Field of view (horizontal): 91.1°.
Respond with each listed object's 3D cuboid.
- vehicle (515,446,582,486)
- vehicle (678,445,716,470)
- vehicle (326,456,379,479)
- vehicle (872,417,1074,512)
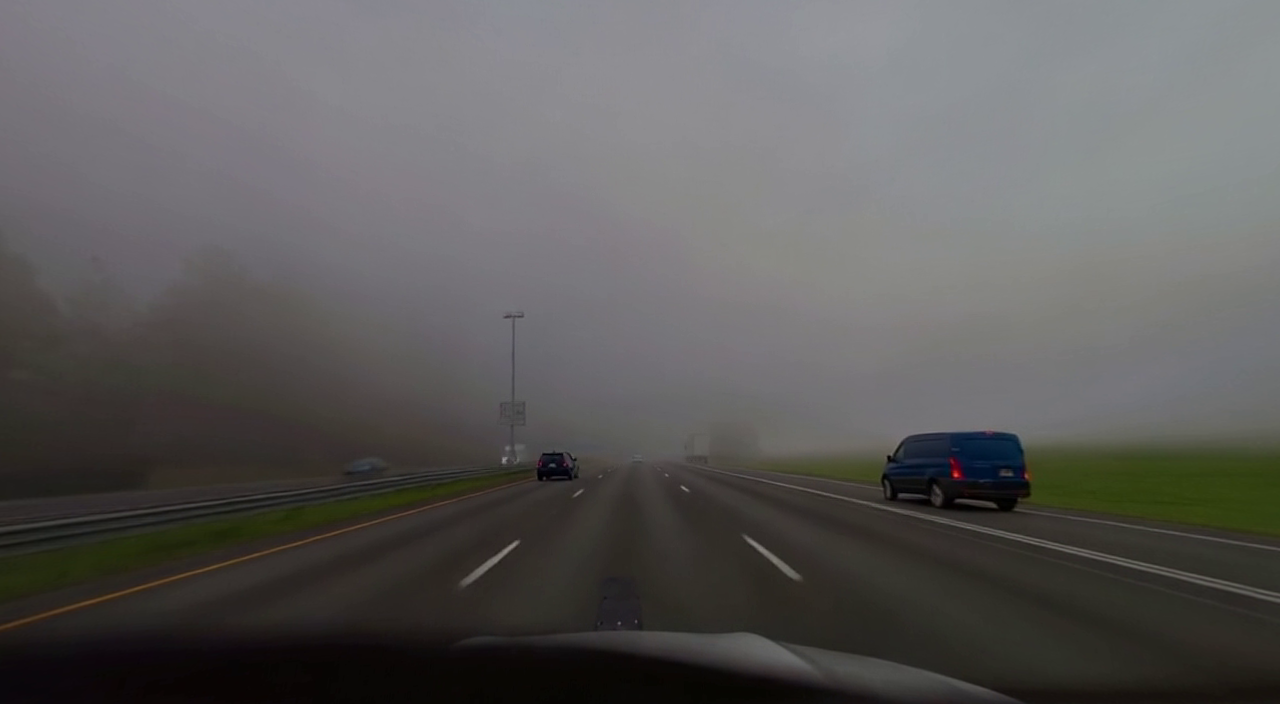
[{"bbox_3d":[-3.783,4.776,26.718,2.160,1.530,4.500,0,-9,0],"label":"vehicle"},{"bbox_3d":[3.955,7.433,44.409,2.069,1.625,4.832,0,-9,-1],"label":"vehicle"},{"bbox_3d":[-18.558,7.449,40.712,1.711,1.394,3.590,0,-9,0],"label":"vehicle"},{"bbox_3d":[7.805,2.712,15.528,2.133,1.933,4.986,0,-9,-1],"label":"vehicle"}]
